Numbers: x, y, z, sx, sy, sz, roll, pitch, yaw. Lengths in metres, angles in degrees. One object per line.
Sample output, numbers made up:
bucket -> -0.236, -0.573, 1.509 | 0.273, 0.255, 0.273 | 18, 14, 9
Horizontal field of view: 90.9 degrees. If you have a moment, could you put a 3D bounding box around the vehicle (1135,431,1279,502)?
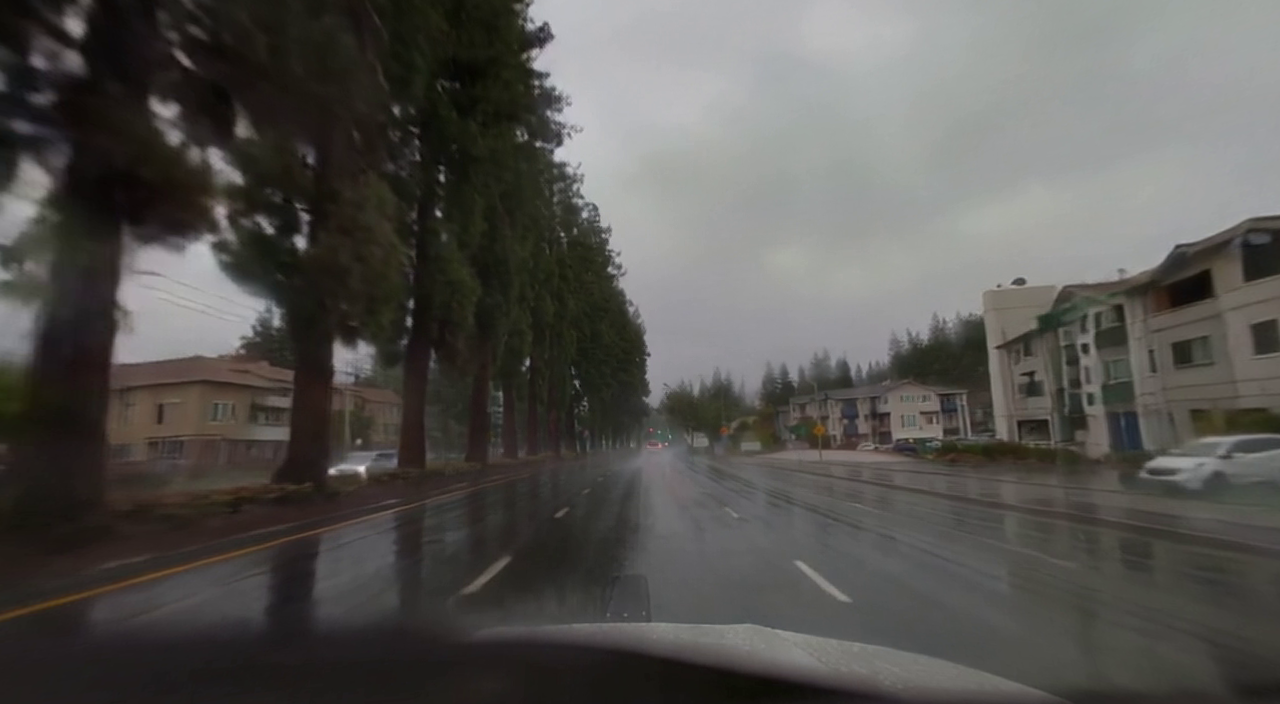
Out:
vehicle -> 15.929, 2.893, 16.157 | 4.606, 1.668, 2.135 | 0, -9, -1

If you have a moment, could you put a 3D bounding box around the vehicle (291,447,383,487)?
vehicle -> -13.814, 5.230, 29.067 | 2.072, 1.712, 4.467 | 0, -8, -1
